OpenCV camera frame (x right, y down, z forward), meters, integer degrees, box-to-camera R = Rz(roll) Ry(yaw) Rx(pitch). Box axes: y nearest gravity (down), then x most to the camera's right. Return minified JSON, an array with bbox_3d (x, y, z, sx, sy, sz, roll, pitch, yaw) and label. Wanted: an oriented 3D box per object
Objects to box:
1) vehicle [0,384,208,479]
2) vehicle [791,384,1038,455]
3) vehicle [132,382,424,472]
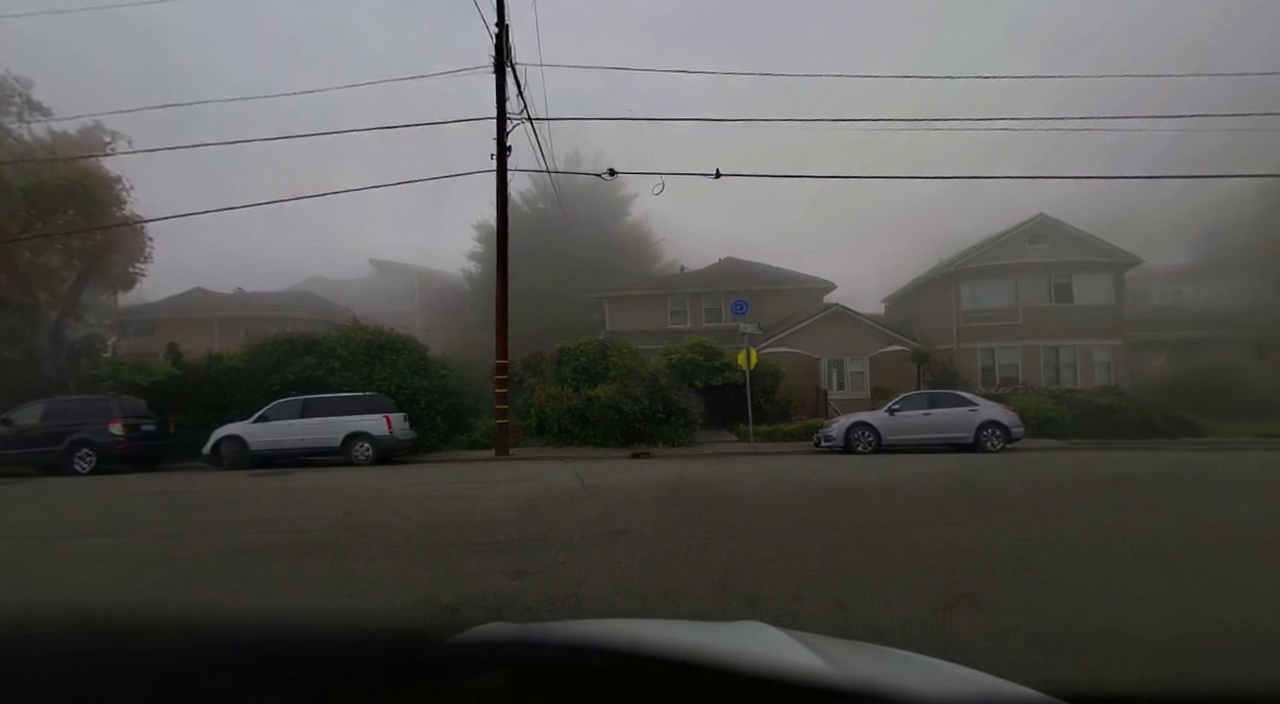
[{"bbox_3d":[-12.127,1.726,13.594,4.259,1.878,1.842,0,-8,1],"label":"vehicle"},{"bbox_3d":[5.699,1.477,13.545,4.469,1.391,1.746,0,-8,-1],"label":"vehicle"},{"bbox_3d":[-7.399,1.599,13.338,4.943,1.731,1.877,0,-8,-1],"label":"vehicle"}]
